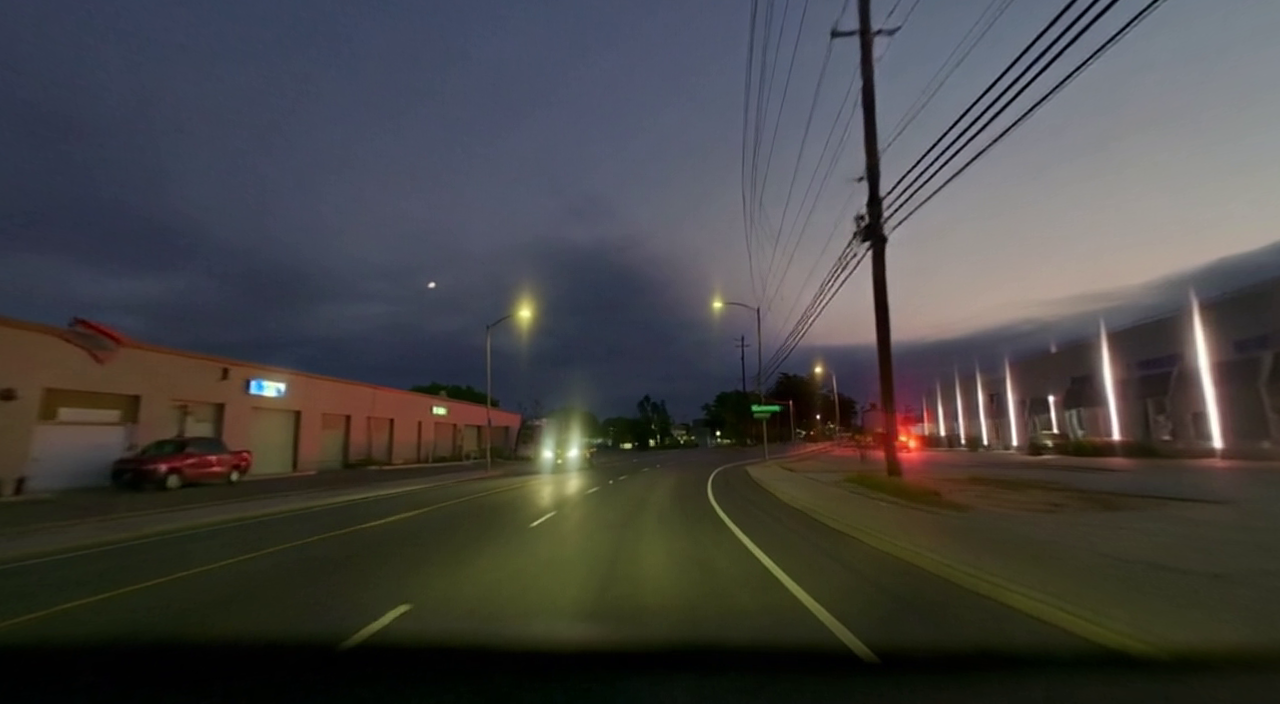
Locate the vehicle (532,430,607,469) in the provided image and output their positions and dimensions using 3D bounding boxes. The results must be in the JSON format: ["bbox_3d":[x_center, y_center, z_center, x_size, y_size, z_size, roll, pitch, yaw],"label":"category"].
[{"bbox_3d":[-3.787,5.394,35.041,2.490,1.961,5.553,-2,-8,12],"label":"vehicle"}]

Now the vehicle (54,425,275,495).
[{"bbox_3d":[-16.447,3.848,22.547,2.502,2.113,6.488,-1,-10,4],"label":"vehicle"}]

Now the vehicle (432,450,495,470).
[{"bbox_3d":[-13.504,8.245,48.200,4.513,1.450,2.078,-6,-9,31],"label":"vehicle"}]
